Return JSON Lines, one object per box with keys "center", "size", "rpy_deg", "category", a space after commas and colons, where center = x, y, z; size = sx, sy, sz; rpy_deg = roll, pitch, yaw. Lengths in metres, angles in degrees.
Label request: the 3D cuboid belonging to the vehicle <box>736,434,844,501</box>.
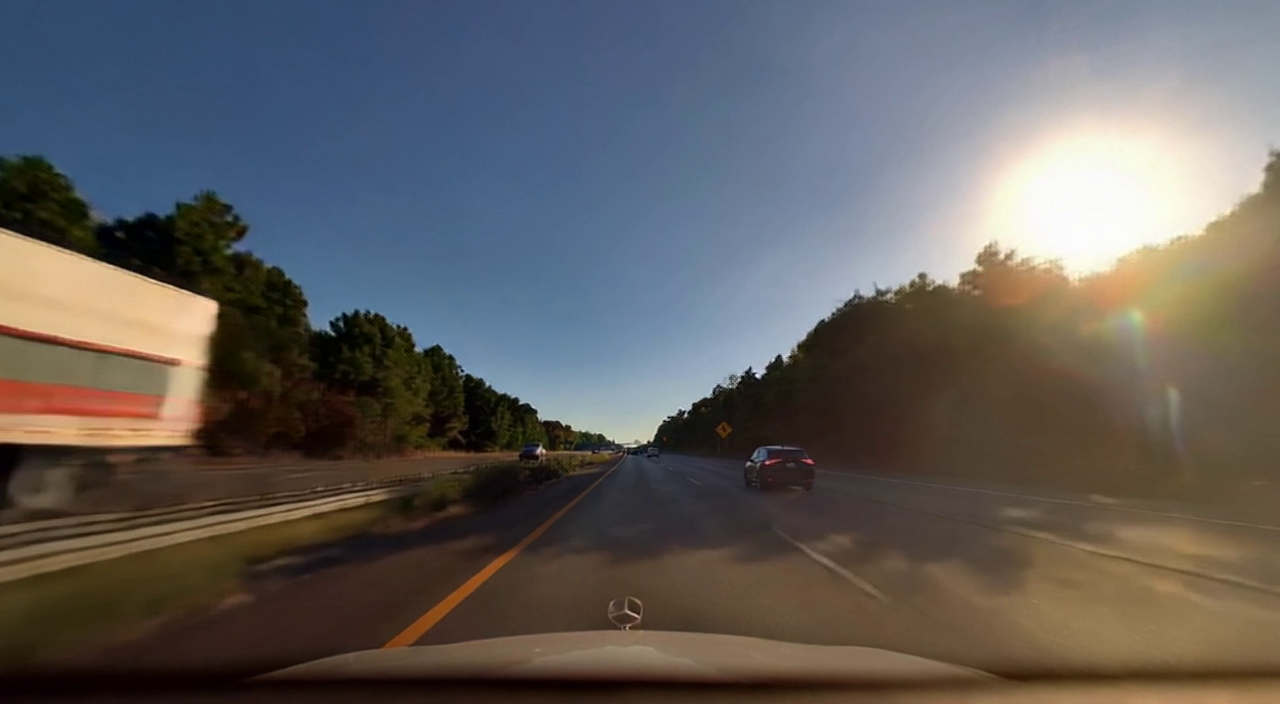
{"center": [4.127, 3.240, 18.113], "size": [1.933, 1.663, 4.440], "rpy_deg": [0, -9, -1], "category": "vehicle"}
